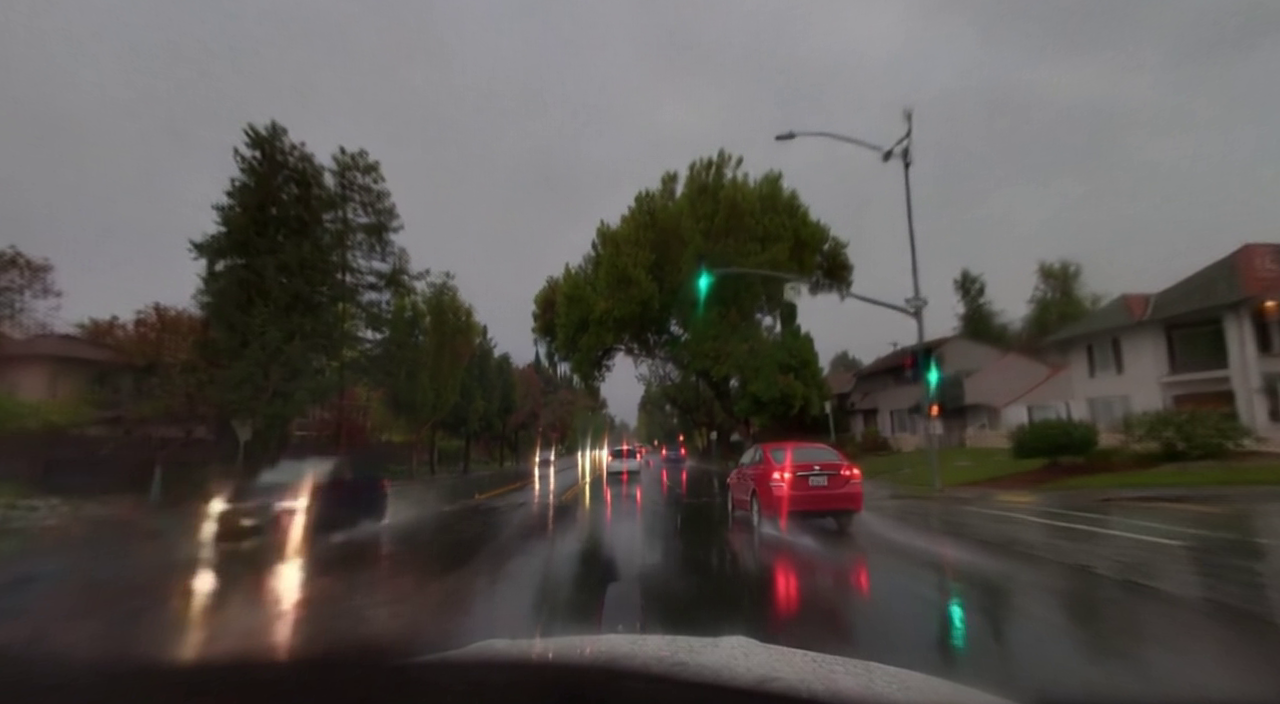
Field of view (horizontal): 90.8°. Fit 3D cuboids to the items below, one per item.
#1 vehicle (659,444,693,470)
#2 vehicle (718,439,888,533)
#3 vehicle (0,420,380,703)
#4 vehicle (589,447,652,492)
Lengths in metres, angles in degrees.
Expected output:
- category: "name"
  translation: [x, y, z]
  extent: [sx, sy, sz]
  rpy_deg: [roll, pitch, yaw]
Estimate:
- category: "vehicle"
  translation: [2.702, 8.071, 48.843]
  extent: [2.187, 1.847, 4.553]
  rpy_deg: [0, -8, -3]
- category: "vehicle"
  translation: [2.834, 2.434, 12.161]
  extent: [1.973, 1.447, 4.402]
  rpy_deg: [0, -8, -2]
- category: "vehicle"
  translation: [-3.266, 1.131, 3.176]
  extent: [2.096, 1.472, 4.618]
  rpy_deg: [0, -8, -2]
- category: "vehicle"
  translation: [-0.728, 4.274, 23.476]
  extent: [2.114, 1.483, 4.207]
  rpy_deg: [0, -8, -2]
